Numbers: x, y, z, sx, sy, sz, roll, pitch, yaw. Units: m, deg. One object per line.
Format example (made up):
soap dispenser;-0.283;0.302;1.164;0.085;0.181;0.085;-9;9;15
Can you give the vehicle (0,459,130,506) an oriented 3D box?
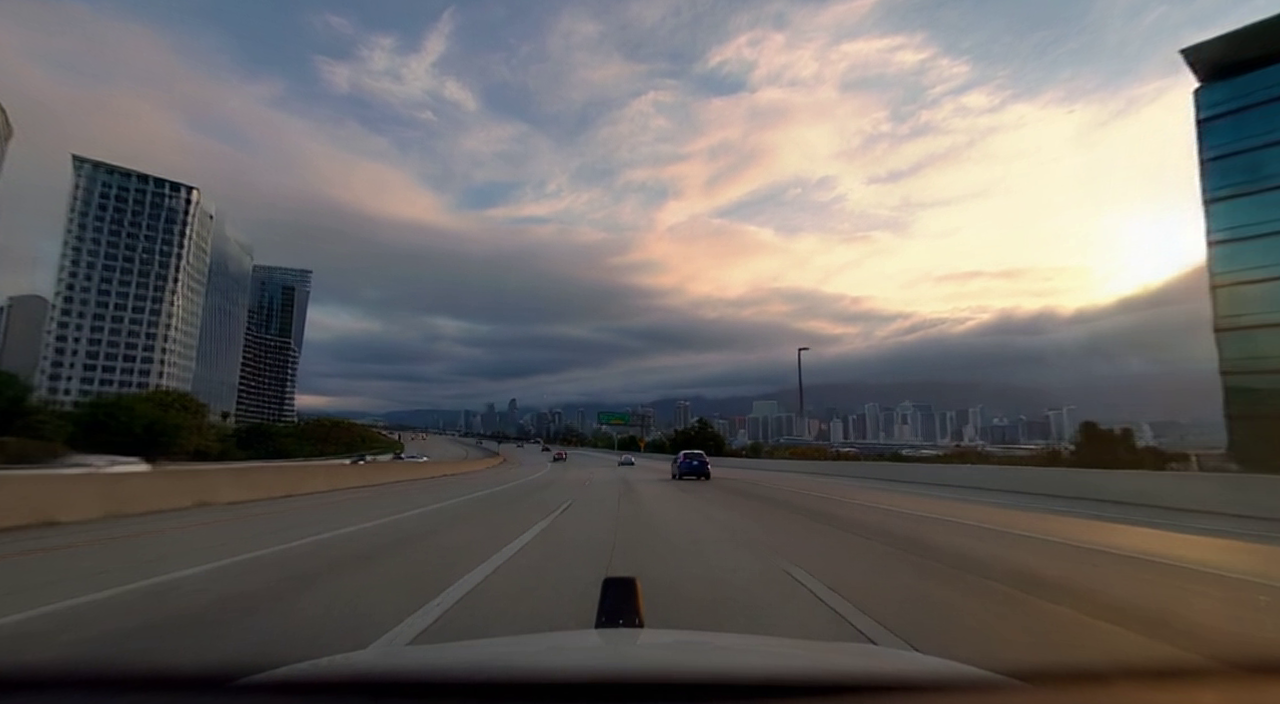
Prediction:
vehicle;-21.423;4.676;23.029;1.884;1.486;4.579;0;-9;-1

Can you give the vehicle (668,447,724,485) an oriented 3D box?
vehicle;2.773;5.771;32.350;2.110;1.780;4.682;0;-9;-4
